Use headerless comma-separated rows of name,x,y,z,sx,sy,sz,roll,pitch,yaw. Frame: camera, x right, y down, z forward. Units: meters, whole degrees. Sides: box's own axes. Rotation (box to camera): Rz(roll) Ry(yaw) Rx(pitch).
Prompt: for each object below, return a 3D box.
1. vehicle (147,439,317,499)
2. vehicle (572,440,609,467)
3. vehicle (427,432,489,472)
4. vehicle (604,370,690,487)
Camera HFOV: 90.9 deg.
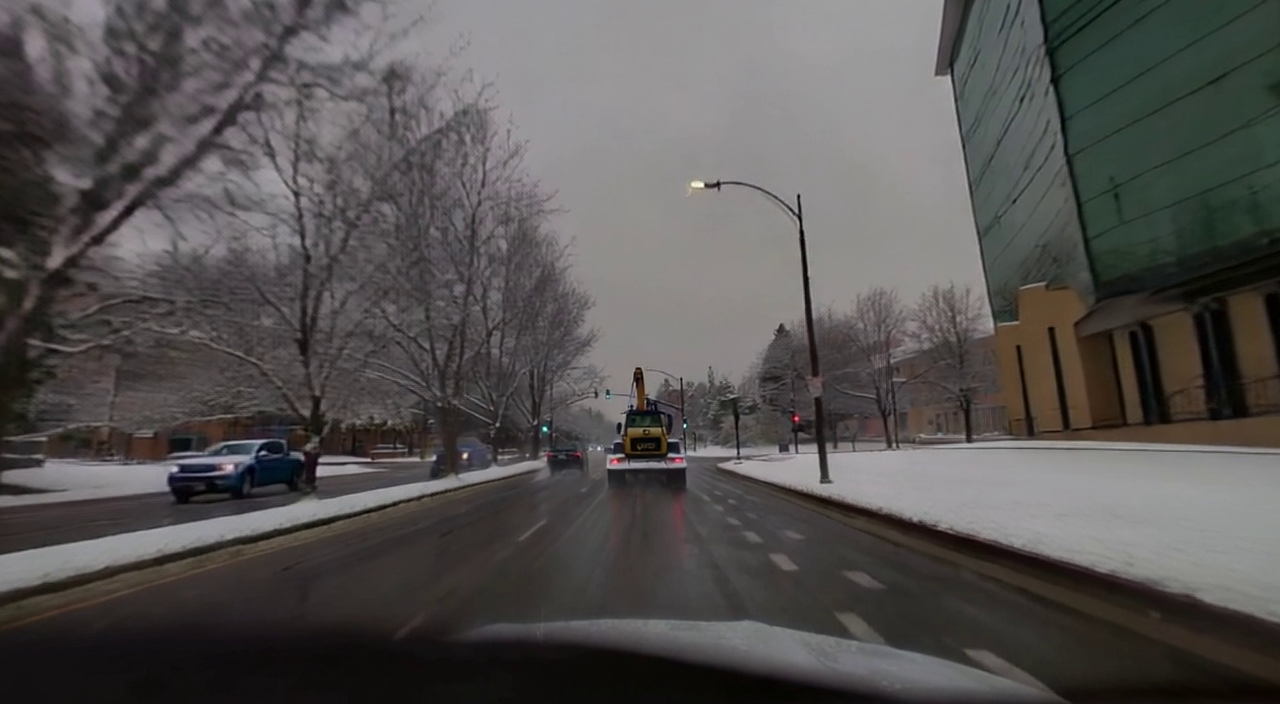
vehicle,-15.083,4.332,23.956,2.225,1.946,6.187,0,-9,1
vehicle,-3.210,6.751,41.910,2.081,1.688,4.235,0,-9,0
vehicle,-12.081,6.712,42.415,2.404,2.444,5.799,0,-9,0
vehicle,0.203,3.116,24.367,2.552,3.461,11.044,-1,-9,0
